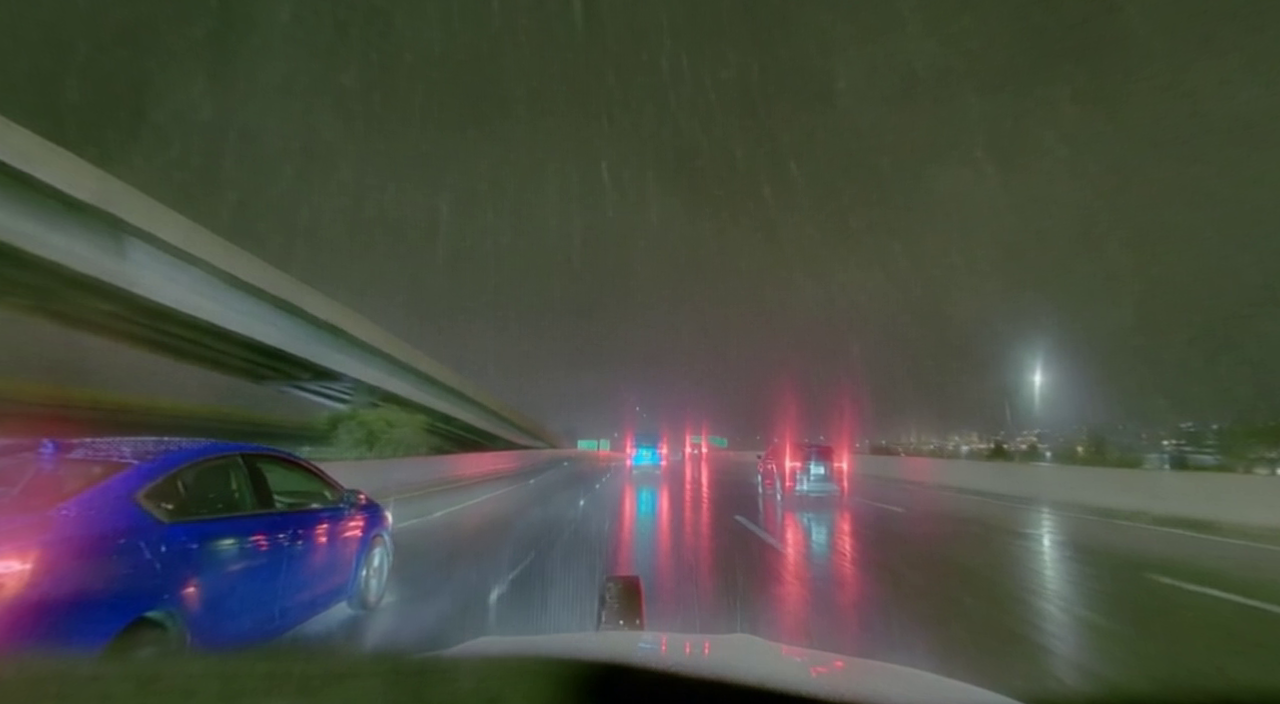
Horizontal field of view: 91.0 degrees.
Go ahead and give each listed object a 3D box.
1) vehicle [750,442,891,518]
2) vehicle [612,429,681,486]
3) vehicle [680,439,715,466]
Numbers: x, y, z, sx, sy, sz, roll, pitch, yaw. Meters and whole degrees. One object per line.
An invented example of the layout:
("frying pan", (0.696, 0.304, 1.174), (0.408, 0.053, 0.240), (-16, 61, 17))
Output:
("vehicle", (3.987, 2.870, 14.693), (2.047, 1.500, 4.017), (0, -9, -1))
("vehicle", (0.211, 3.790, 22.968), (2.264, 1.841, 4.583), (0, -8, 0))
("vehicle", (3.824, 6.771, 42.569), (2.047, 1.700, 4.069), (0, -8, 0))
